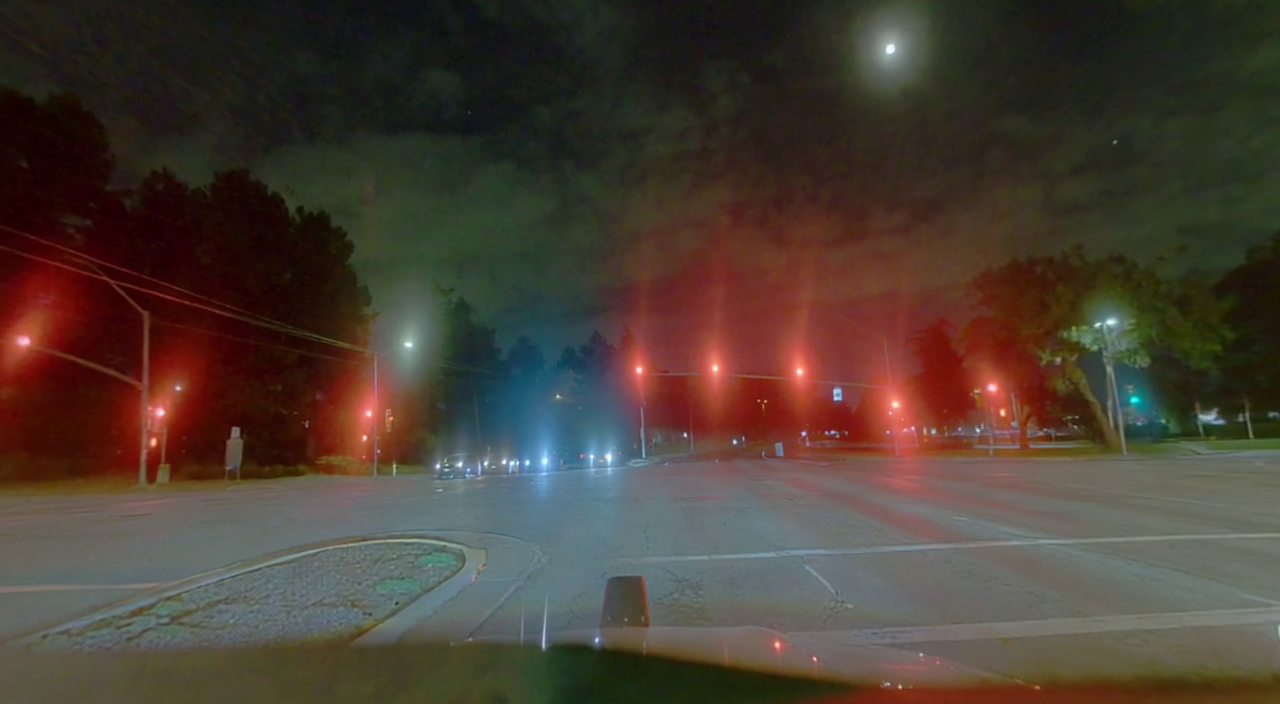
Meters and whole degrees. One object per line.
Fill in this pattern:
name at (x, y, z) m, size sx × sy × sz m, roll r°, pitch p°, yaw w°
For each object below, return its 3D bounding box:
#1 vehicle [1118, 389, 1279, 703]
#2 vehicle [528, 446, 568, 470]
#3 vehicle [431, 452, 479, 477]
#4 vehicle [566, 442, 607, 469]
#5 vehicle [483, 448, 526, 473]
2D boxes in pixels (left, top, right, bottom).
vehicle at (3.050, 0.612, 0.410) m, size 1.978 × 1.468 × 4.544 m, roll 0°, pitch -9°, yaw 1°
vehicle at (-6.580, 7.623, 45.494) m, size 2.126 × 1.657 × 4.307 m, roll -1°, pitch -9°, yaw 2°
vehicle at (-13.412, 8.177, 45.974) m, size 2.101 × 1.637 × 4.304 m, roll 0°, pitch -9°, yaw 1°
vehicle at (-3.602, 7.108, 43.353) m, size 2.215 × 1.732 × 4.684 m, roll -1°, pitch -9°, yaw 3°
vehicle at (-9.796, 7.852, 45.905) m, size 2.064 × 1.725 × 4.243 m, roll 0°, pitch -9°, yaw 1°
